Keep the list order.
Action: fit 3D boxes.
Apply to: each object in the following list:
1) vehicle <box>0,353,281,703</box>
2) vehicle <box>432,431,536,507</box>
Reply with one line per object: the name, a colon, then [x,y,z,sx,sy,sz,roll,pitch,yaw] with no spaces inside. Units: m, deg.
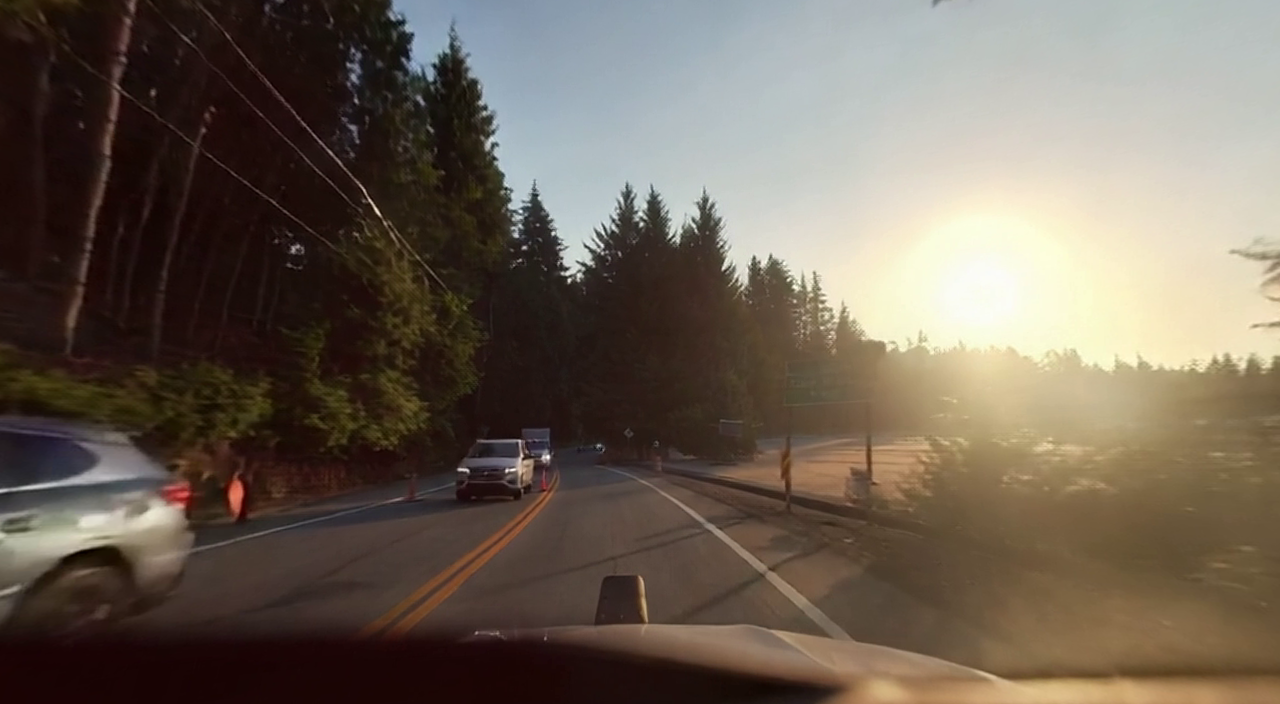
vehicle: [-3.619,0.808,2.054,2.177,1.721,4.794,0,-8,-2]
vehicle: [-4.100,3.123,17.391,2.057,1.792,4.457,1,-9,-5]
